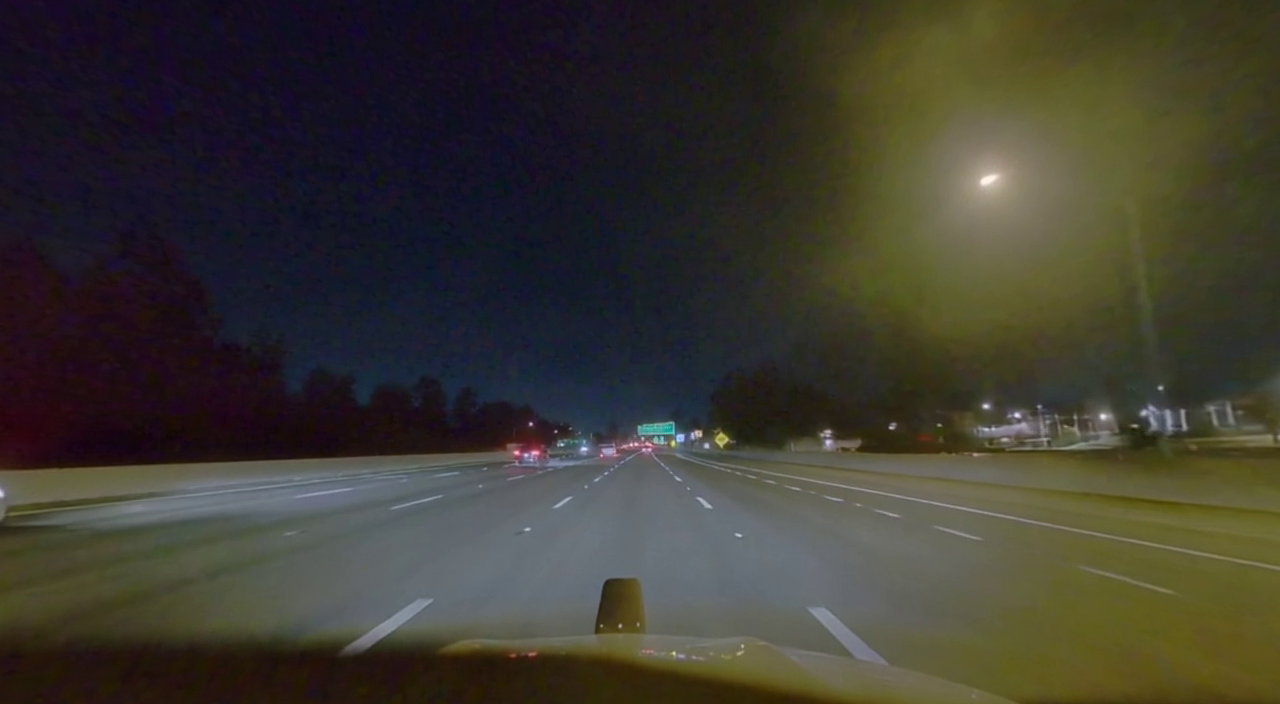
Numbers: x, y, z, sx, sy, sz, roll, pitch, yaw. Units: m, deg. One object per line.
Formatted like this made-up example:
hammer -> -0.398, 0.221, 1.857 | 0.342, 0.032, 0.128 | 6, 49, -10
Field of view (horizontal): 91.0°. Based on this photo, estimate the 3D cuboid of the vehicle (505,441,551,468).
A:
vehicle -> -6.758, 6.226, 38.327 | 1.985, 1.513, 4.172 | 0, -8, 1
